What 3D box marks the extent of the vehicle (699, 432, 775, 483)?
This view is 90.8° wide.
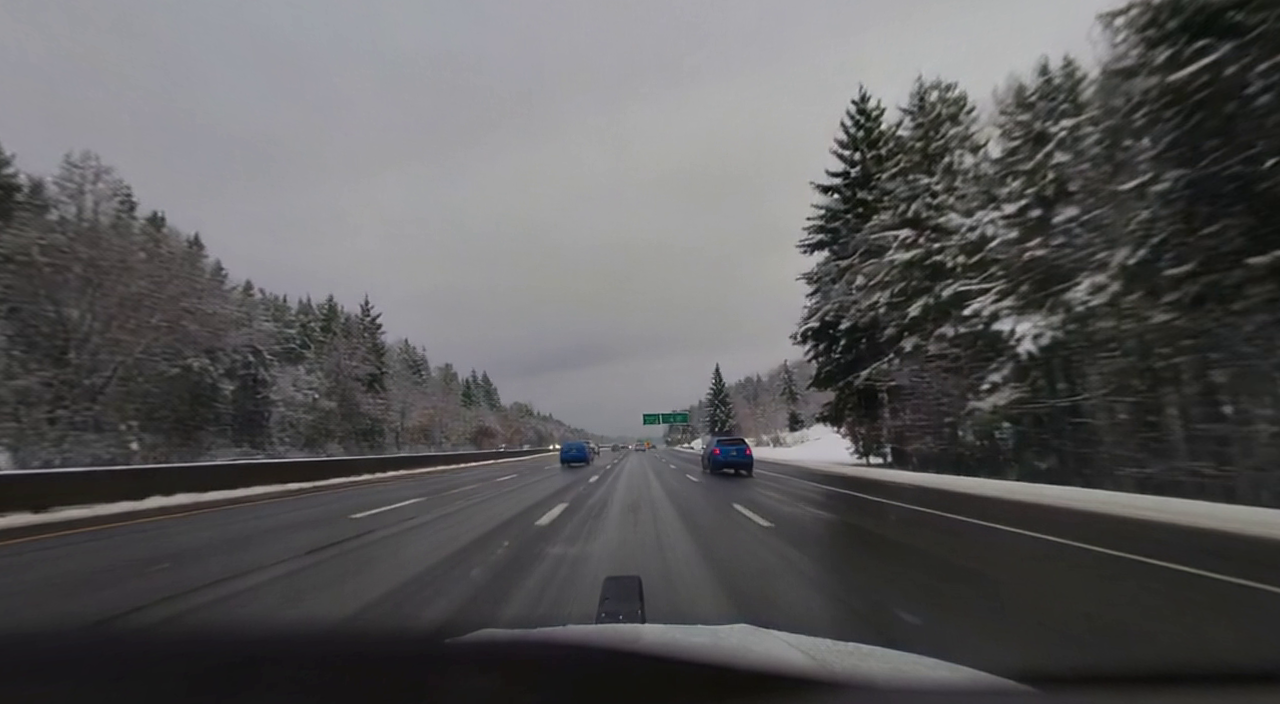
[{"bbox_3d":[3.443,3.863,23.339,2.053,1.714,4.097,0,-9,-1],"label":"vehicle"}]

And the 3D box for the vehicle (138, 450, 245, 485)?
[{"bbox_3d":[-20.717,5.327,29.457,1.792,1.445,4.345,0,-9,0],"label":"vehicle"}]

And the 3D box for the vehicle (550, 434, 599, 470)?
[{"bbox_3d":[-3.441,5.402,34.208,2.173,1.793,4.564,0,-9,0],"label":"vehicle"}]
